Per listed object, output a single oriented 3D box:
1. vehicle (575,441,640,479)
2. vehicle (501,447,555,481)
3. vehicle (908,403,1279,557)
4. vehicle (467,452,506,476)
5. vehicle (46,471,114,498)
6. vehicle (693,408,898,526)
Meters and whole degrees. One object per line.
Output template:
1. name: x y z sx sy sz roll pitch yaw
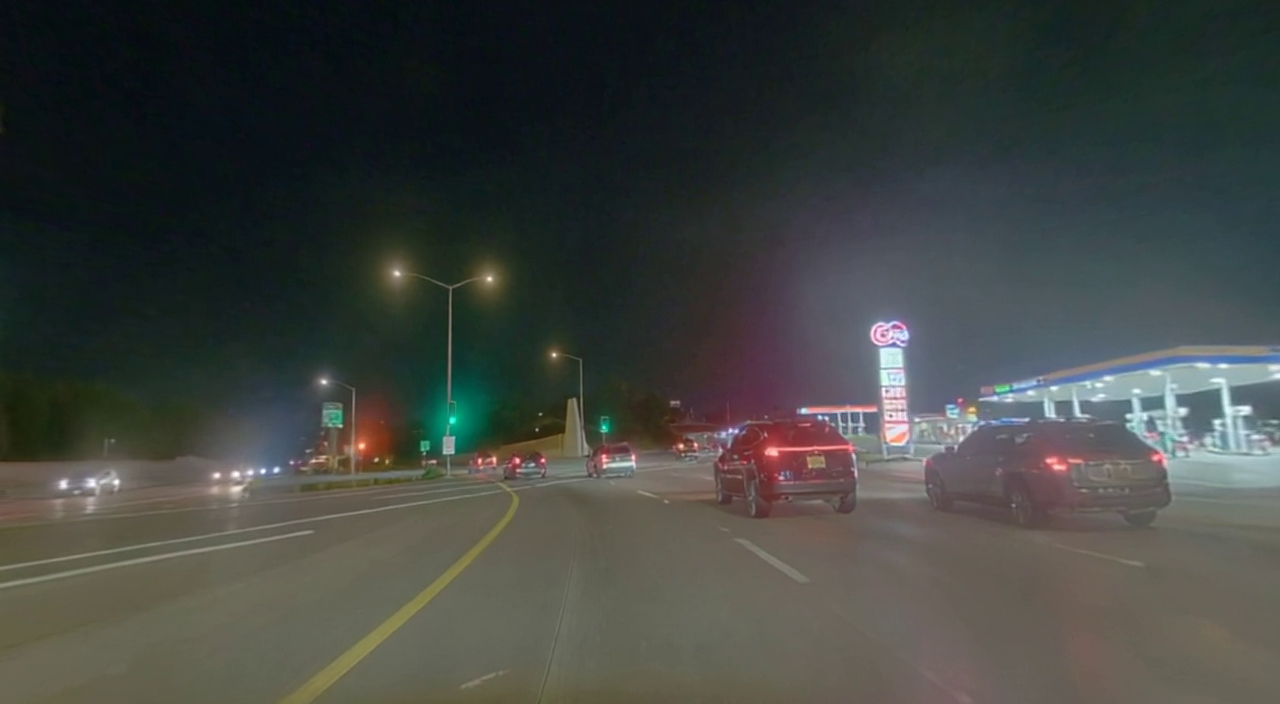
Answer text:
1. vehicle: -1.579 4.971 29.218 2.012 1.612 4.114 3 -9 -17
2. vehicle: -5.531 5.404 30.781 2.107 1.527 4.174 2 -9 -16
3. vehicle: 5.772 1.669 8.866 1.881 1.604 4.289 1 -8 -4
4. vehicle: -11.456 8.286 46.887 2.193 1.609 3.874 3 -9 -21
5. vehicle: -37.178 8.759 41.980 1.788 1.479 4.506 3 -9 -21
6. vehicle: 2.599 2.111 12.071 2.184 1.777 4.712 1 -9 -8
